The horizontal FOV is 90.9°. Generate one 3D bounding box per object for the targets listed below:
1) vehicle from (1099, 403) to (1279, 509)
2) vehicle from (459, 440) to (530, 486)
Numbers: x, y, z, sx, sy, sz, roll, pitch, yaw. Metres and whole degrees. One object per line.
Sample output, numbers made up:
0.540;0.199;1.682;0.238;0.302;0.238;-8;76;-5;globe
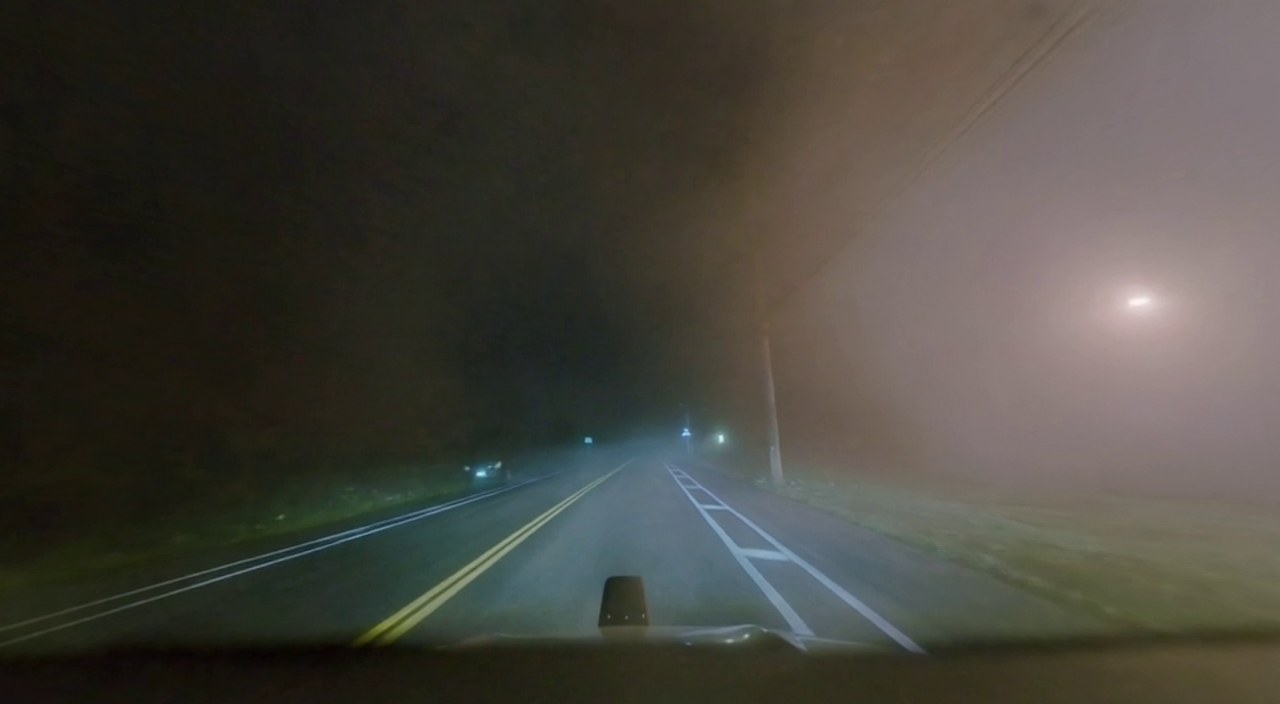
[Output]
11.454;1.949;12.095;1.951;1.744;4.014;1;-8;-7;vehicle
-6.258;4.866;27.652;1.992;1.797;4.372;-2;-10;1;vehicle
